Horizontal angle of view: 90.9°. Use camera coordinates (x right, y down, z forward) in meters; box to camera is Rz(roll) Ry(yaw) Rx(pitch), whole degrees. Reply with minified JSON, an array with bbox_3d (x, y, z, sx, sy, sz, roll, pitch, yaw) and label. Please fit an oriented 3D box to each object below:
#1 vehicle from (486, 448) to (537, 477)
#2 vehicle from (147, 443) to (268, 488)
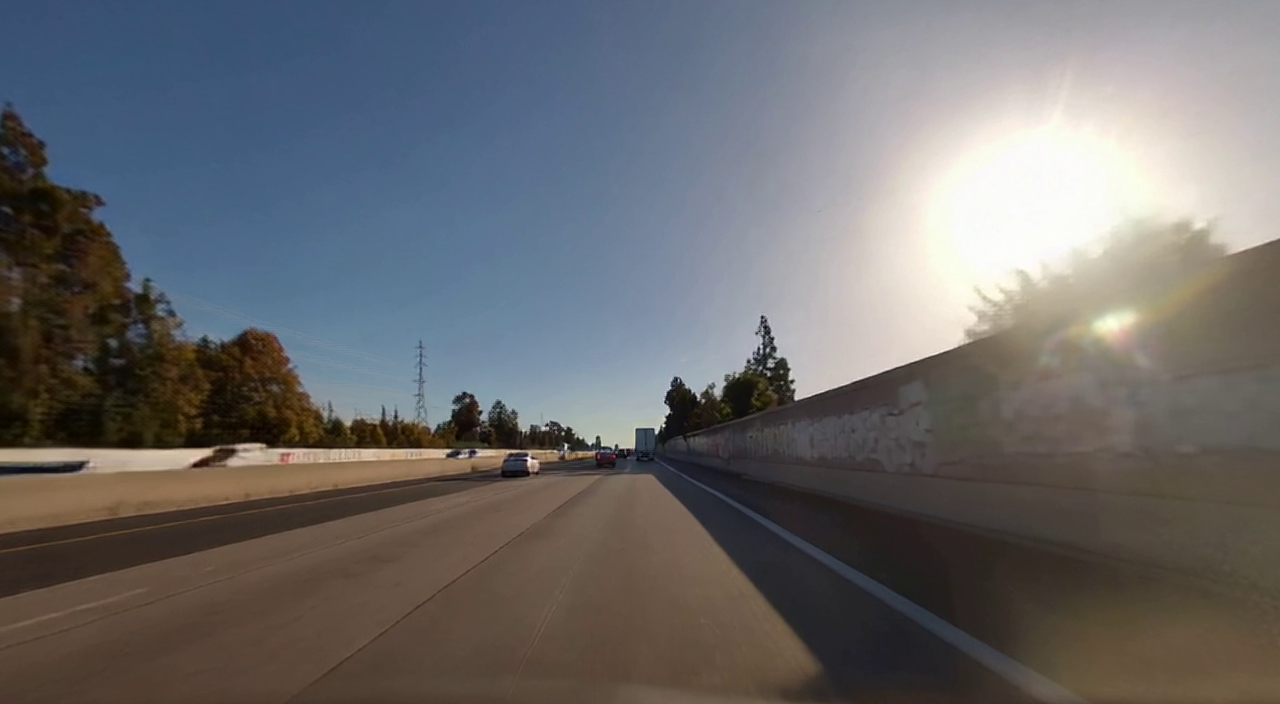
[{"bbox_3d":[-6.687,5.760,33.080,2.027,1.431,3.033,0,-9,1],"label":"vehicle"},{"bbox_3d":[-18.292,4.790,26.962,1.989,1.732,4.444,0,-9,0],"label":"vehicle"}]
